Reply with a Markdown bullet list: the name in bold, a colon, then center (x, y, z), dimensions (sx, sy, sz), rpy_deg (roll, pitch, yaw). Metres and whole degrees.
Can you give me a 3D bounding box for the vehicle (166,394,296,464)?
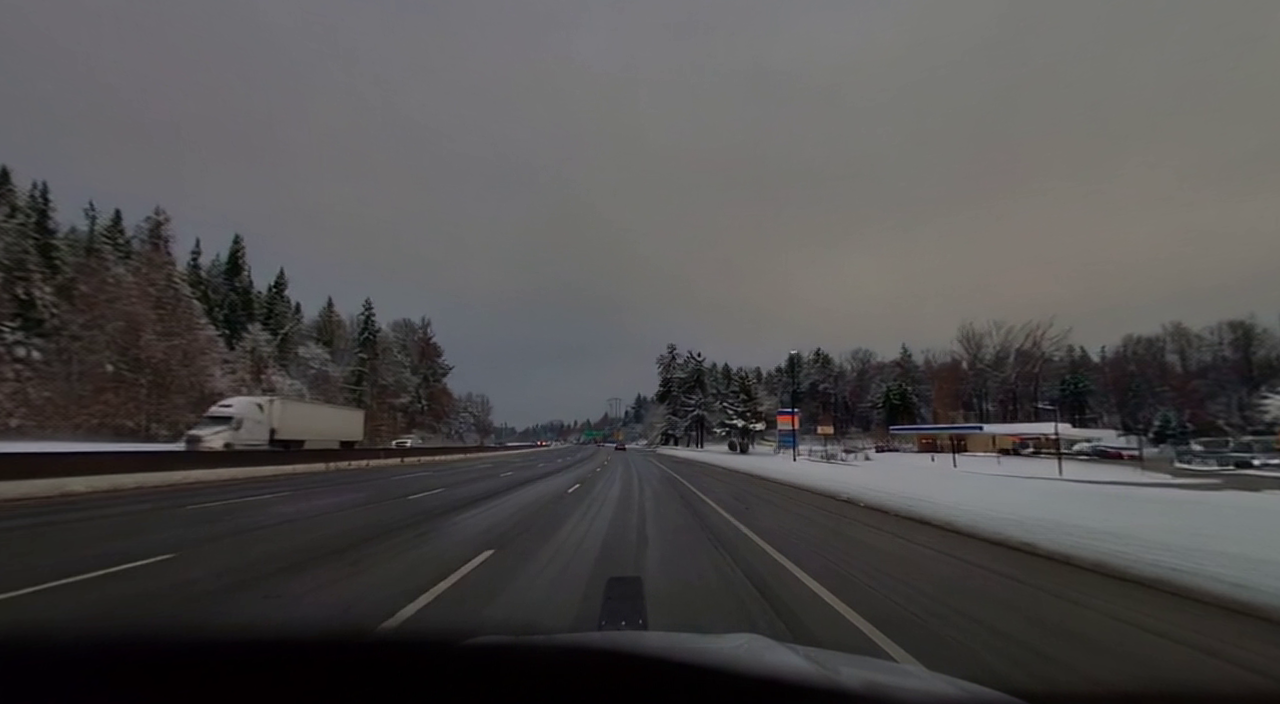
- **vehicle**: center (-25.961, 5.029, 40.723), dimensions (3.010, 4.051, 8.115), rpy_deg (0, -8, -2)
